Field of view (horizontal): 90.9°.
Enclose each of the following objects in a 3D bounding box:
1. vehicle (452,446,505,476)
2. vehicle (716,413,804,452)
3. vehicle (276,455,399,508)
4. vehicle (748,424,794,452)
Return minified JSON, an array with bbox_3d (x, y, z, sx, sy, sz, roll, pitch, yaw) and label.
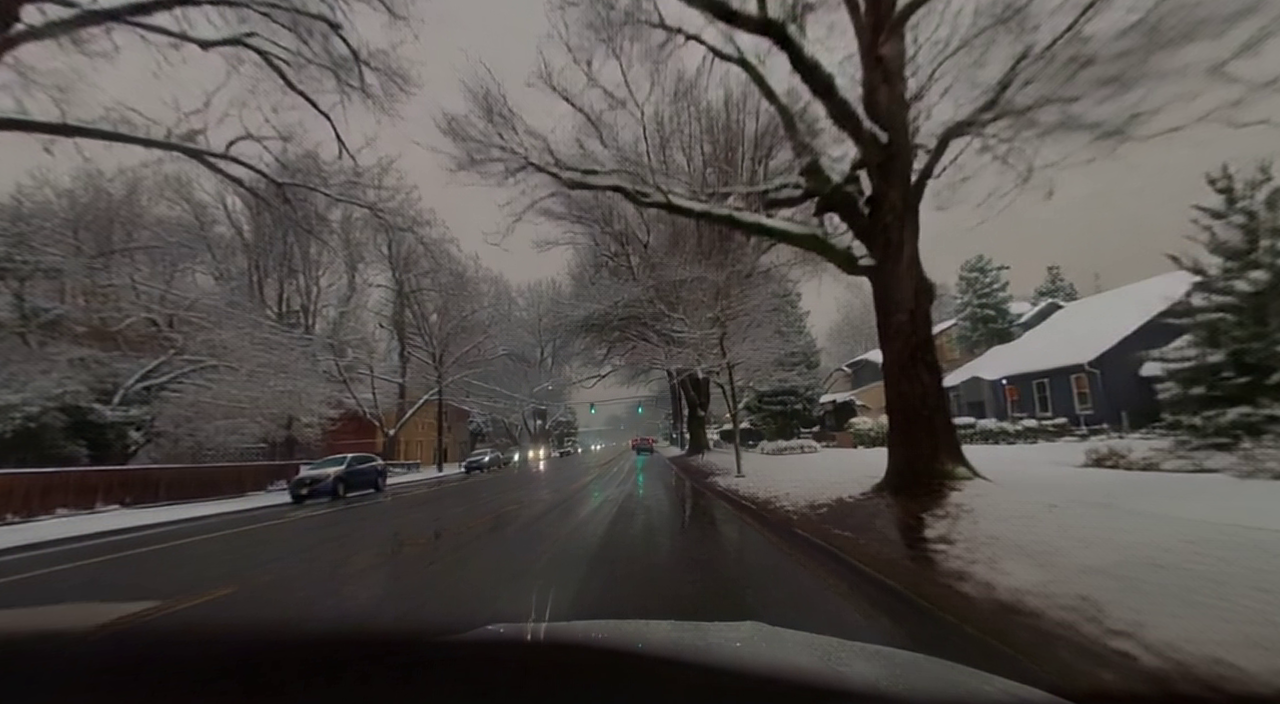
[{"bbox_3d":[-10.336,6.979,40.711,1.995,1.657,4.609,-4,-8,3],"label":"vehicle"},{"bbox_3d":[9.092,6.136,47.853,6.019,2.672,2.563,-5,-9,27],"label":"vehicle"},{"bbox_3d":[-10.061,4.305,21.434,1.892,1.484,4.576,0,-8,0],"label":"vehicle"},{"bbox_3d":[8.815,5.850,42.909,1.999,1.753,4.995,0,-8,-1],"label":"vehicle"}]
